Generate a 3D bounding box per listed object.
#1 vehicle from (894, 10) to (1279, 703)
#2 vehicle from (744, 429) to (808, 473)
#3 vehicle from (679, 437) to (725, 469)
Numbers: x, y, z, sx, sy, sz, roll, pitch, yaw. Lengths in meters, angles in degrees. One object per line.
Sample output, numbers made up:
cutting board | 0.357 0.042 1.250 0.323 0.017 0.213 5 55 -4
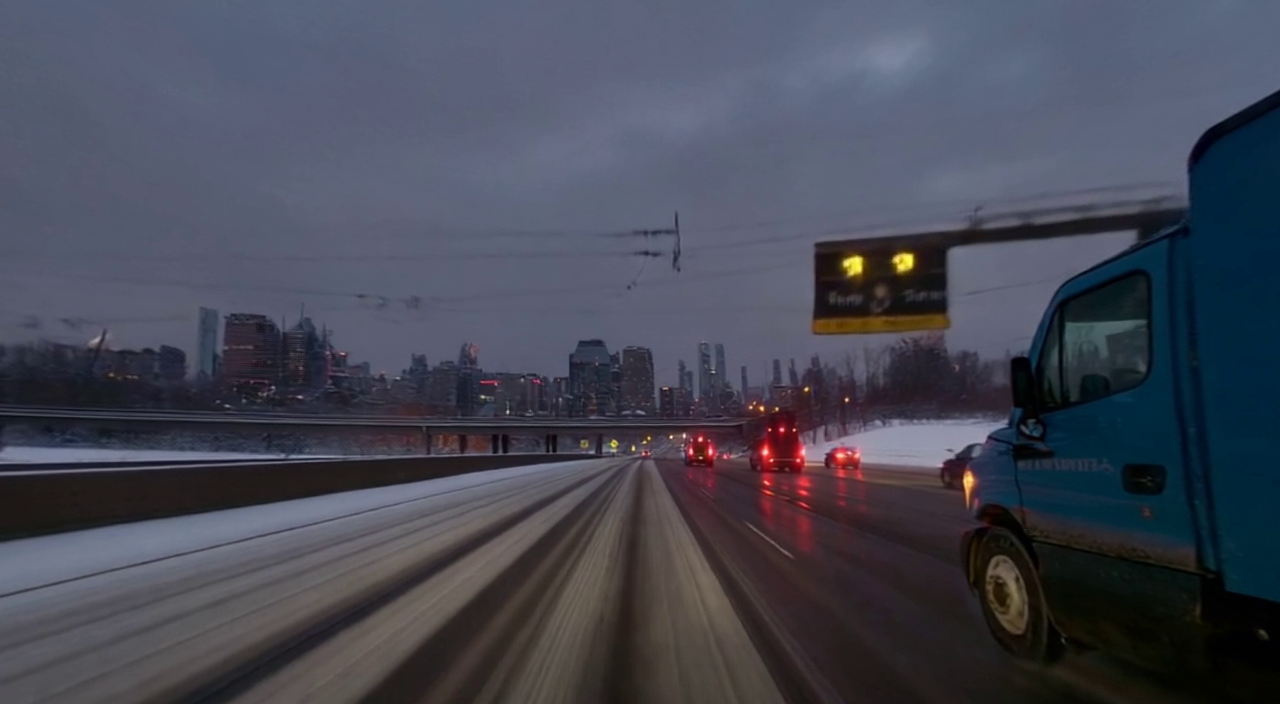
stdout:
vehicle | 3.321 0.174 1.457 2.436 2.745 7.034 0 -8 -1
vehicle | 7.491 5.522 35.318 2.301 2.203 5.419 0 -8 -1
vehicle | 4.053 6.727 42.349 2.464 1.961 5.520 0 -8 -1
